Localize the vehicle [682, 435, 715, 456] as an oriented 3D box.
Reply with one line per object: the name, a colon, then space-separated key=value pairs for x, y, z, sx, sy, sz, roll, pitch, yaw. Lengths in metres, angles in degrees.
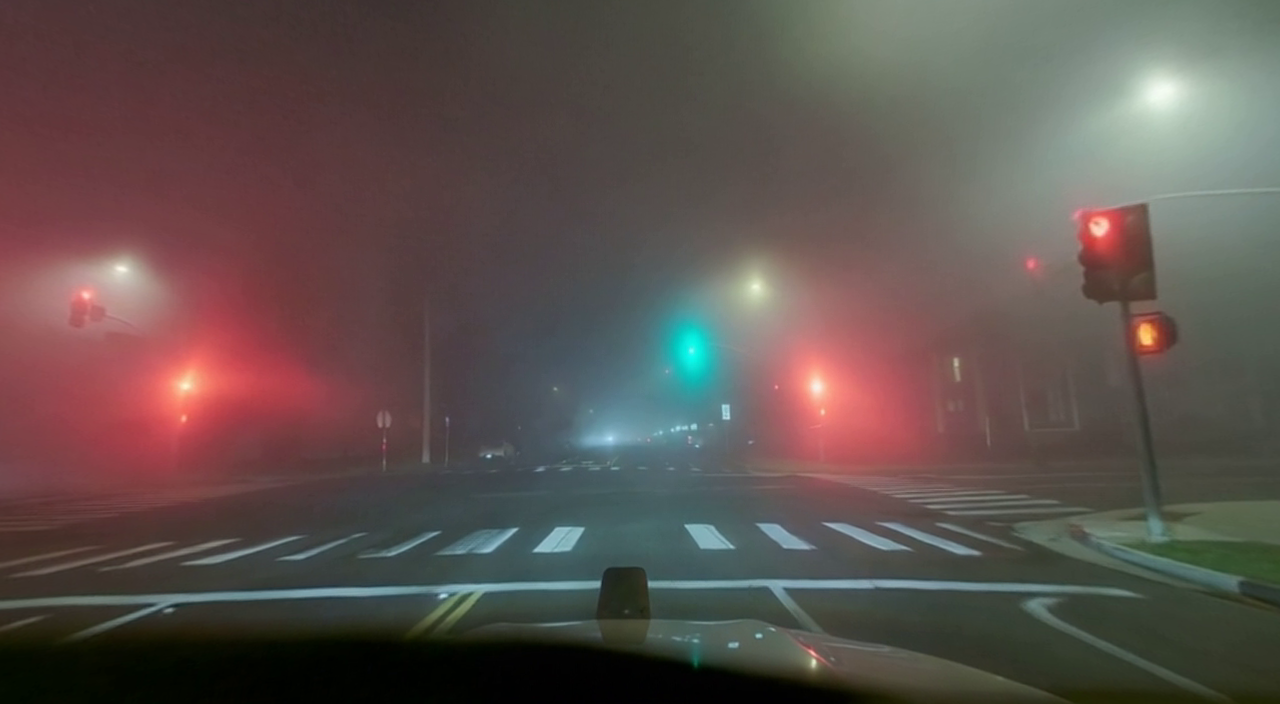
vehicle: x=4.146 y=6.731 z=45.472 sx=1.987 sy=1.466 sz=4.389 roll=0 pitch=-8 yaw=1
